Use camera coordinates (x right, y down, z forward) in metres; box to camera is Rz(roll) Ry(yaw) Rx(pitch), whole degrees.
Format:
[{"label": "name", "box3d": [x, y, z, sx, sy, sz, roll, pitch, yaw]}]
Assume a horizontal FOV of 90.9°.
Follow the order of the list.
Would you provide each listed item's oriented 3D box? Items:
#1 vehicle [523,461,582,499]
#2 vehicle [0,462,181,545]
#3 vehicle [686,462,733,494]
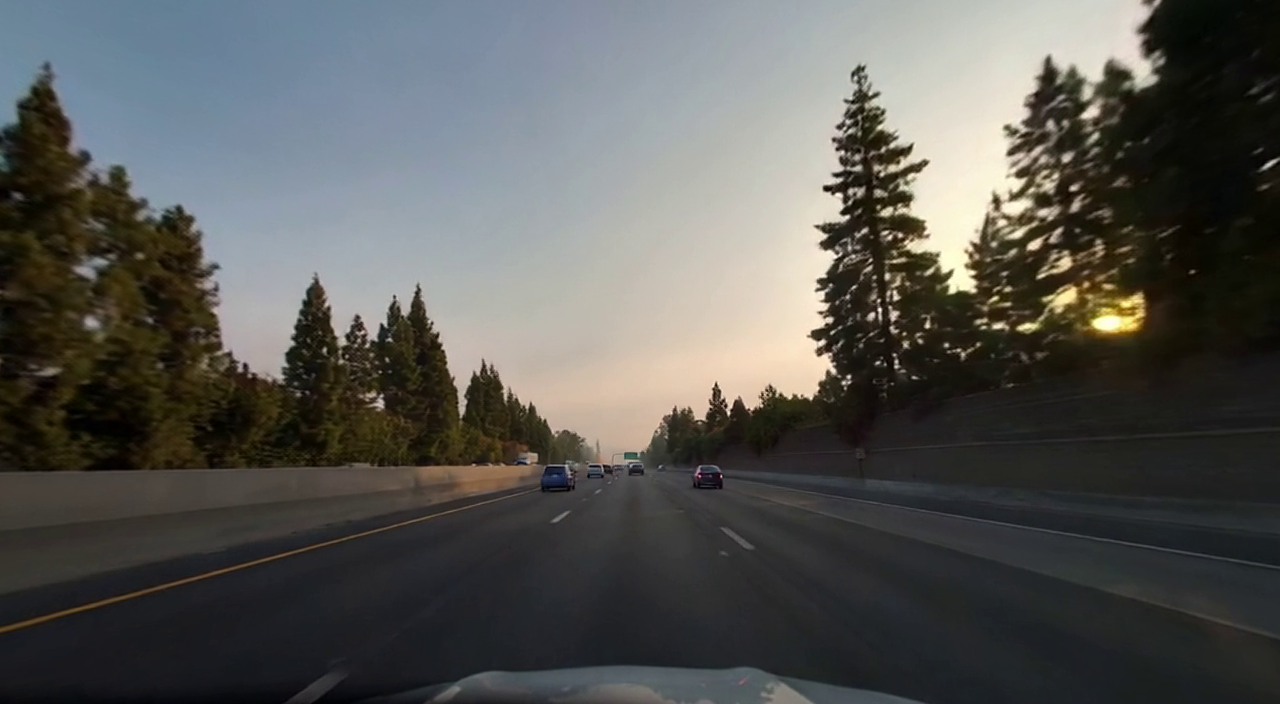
[{"label": "vehicle", "box3d": [-3.714, 5.503, 27.371, 2.000, 1.484, 3.995, 1, -11, -1]}, {"label": "vehicle", "box3d": [-12.455, 3.095, 13.392, 1.913, 1.457, 4.579, 1, -11, 0]}, {"label": "vehicle", "box3d": [3.591, 6.626, 33.263, 1.981, 1.516, 4.109, 1, -10, -1]}]
